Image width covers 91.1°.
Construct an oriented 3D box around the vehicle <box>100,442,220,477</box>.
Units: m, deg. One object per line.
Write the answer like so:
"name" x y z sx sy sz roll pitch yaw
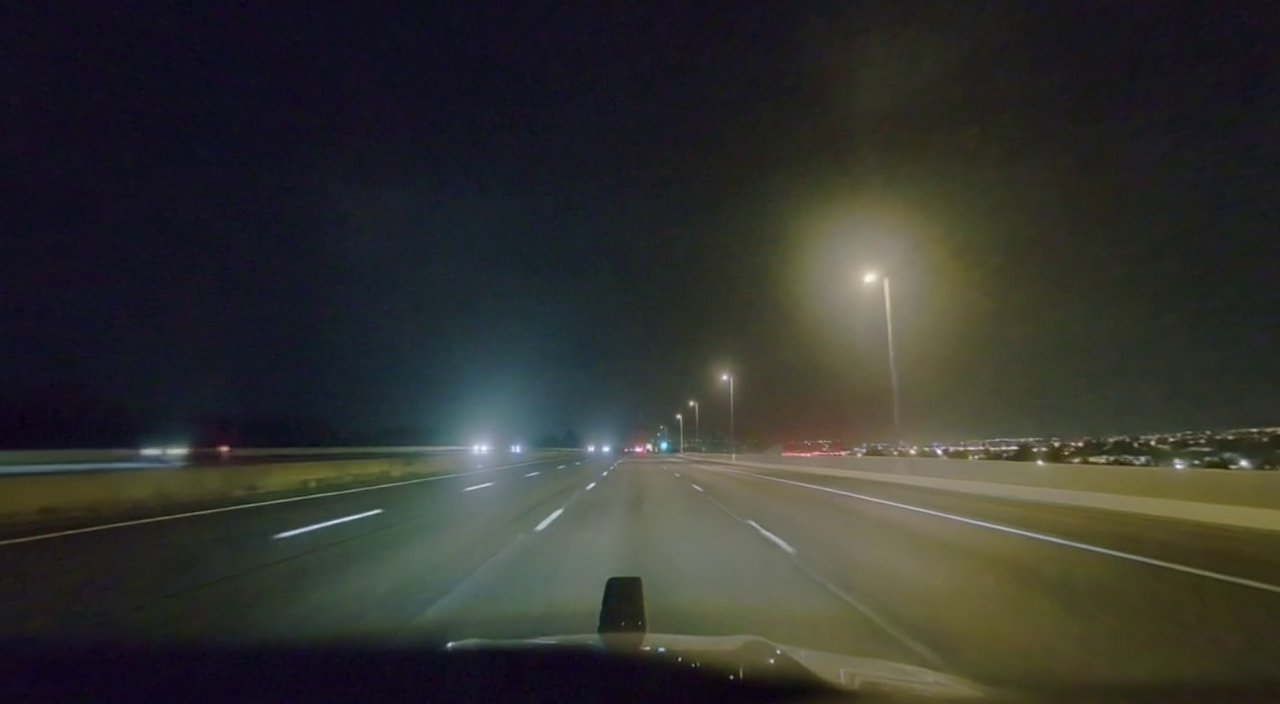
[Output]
"vehicle" -24.943 5.576 32.941 2.103 1.669 5.235 0 -9 1
